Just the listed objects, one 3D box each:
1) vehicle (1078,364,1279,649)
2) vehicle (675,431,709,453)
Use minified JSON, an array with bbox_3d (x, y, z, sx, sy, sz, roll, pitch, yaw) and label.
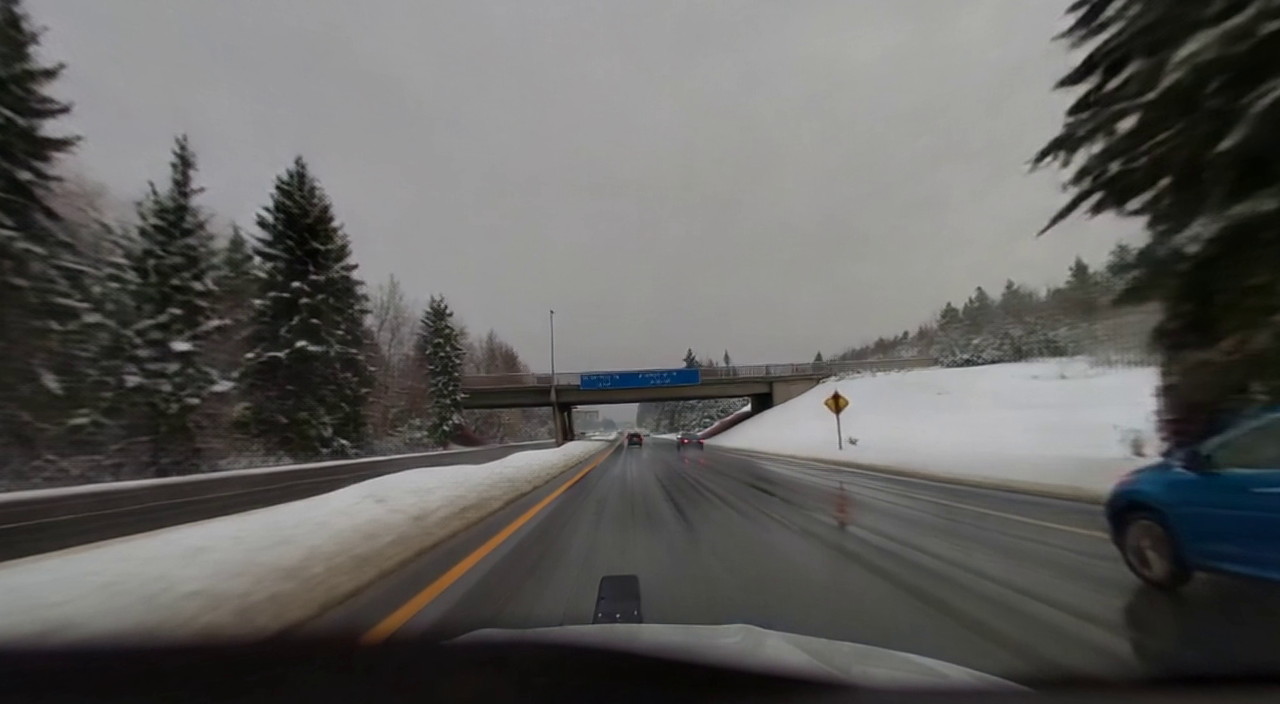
[{"bbox_3d":[4.790,0.843,3.227,2.073,1.651,4.065,0,-8,-1],"label":"vehicle"},{"bbox_3d":[3.821,6.681,46.994,2.010,1.526,4.438,0,-8,-3],"label":"vehicle"}]
